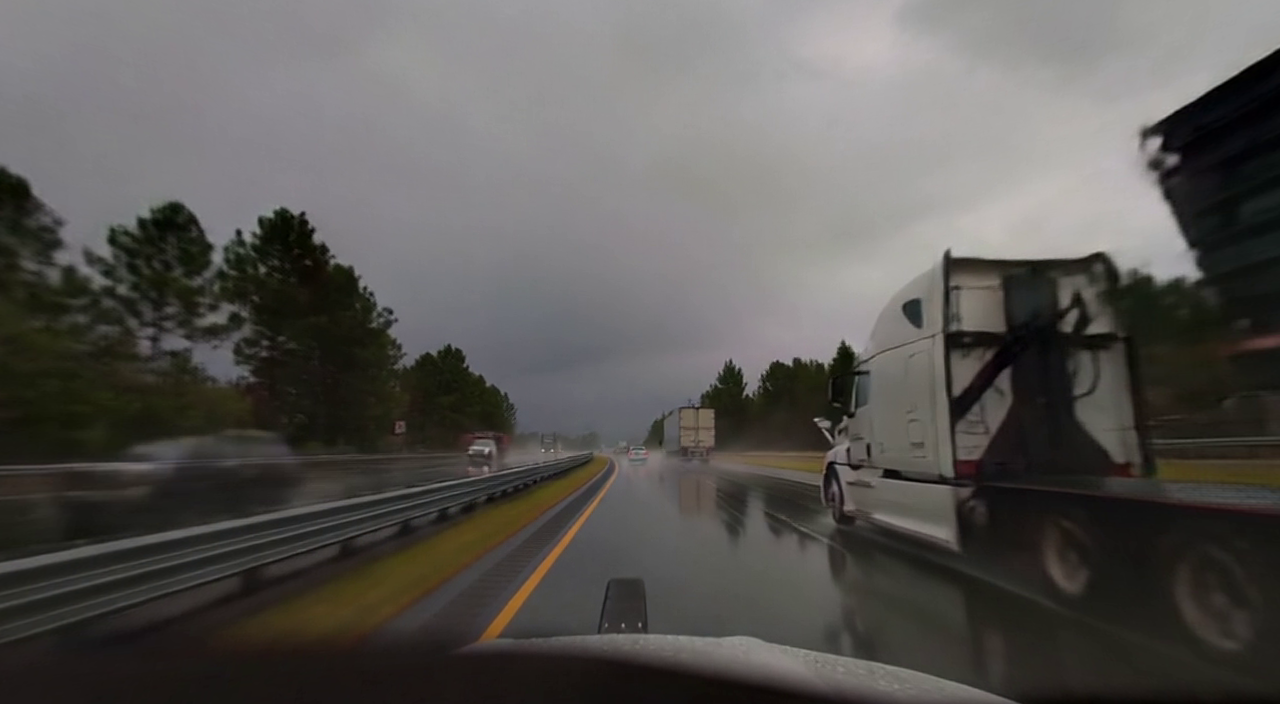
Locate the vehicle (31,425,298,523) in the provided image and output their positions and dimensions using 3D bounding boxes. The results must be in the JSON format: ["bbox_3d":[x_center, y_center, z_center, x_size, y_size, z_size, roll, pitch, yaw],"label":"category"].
[{"bbox_3d":[-9.108,2.361,12.704,2.020,1.618,4.287,0,-9,0],"label":"vehicle"}]

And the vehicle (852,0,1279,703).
[{"bbox_3d":[4.457,-0.158,0.853,2.867,3.571,14.305,0,-9,-2],"label":"vehicle"}]

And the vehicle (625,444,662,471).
[{"bbox_3d":[0.141,6.323,38.093,2.051,1.513,4.511,0,-9,-2],"label":"vehicle"}]
